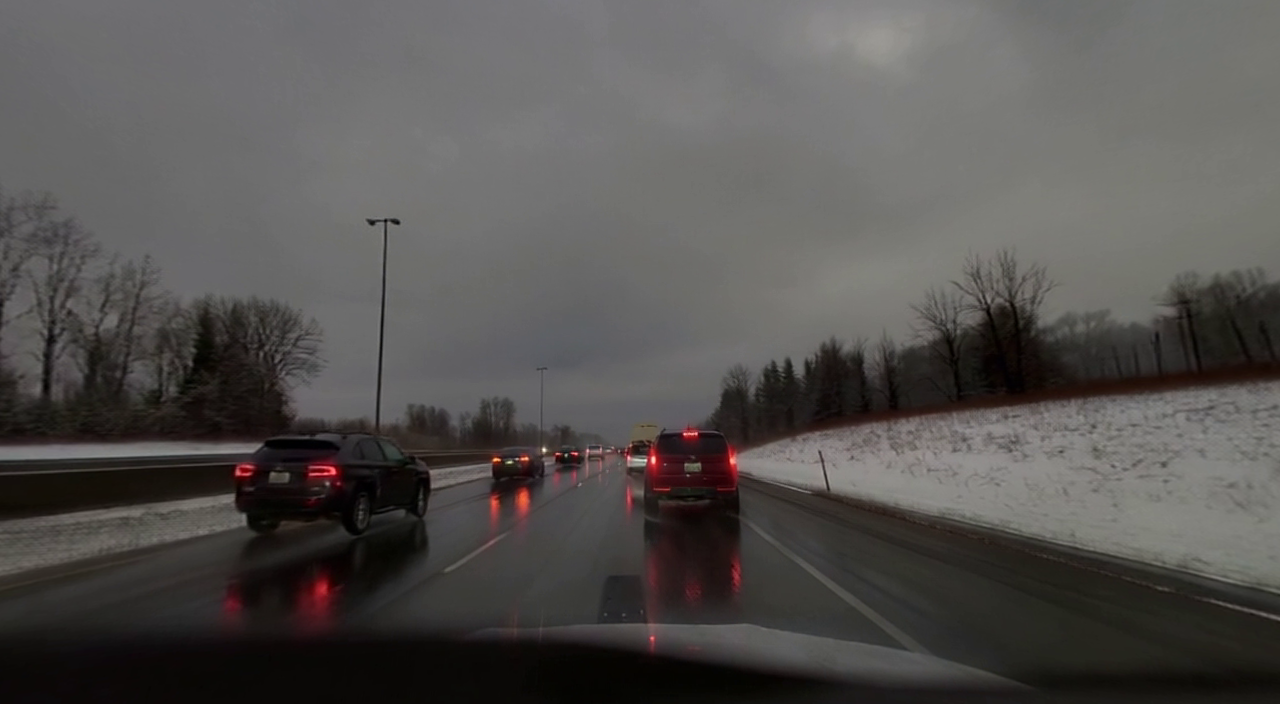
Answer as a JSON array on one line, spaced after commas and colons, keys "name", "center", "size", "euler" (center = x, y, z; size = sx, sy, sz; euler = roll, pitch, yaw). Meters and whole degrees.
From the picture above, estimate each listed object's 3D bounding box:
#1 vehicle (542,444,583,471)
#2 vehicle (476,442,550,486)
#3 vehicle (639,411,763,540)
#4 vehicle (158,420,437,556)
[{"name": "vehicle", "center": [-4.583, 6.298, 37.763], "size": [1.855, 1.527, 4.209], "euler": [0, -9, 1]}, {"name": "vehicle", "center": [-4.584, 4.105, 23.371], "size": [1.867, 1.489, 3.829], "euler": [0, -9, 1]}, {"name": "vehicle", "center": [0.908, 2.152, 11.528], "size": [1.825, 1.920, 3.960], "euler": [0, -9, -1]}, {"name": "vehicle", "center": [-4.898, 1.996, 9.903], "size": [1.934, 1.642, 4.201], "euler": [0, -9, 1]}]
